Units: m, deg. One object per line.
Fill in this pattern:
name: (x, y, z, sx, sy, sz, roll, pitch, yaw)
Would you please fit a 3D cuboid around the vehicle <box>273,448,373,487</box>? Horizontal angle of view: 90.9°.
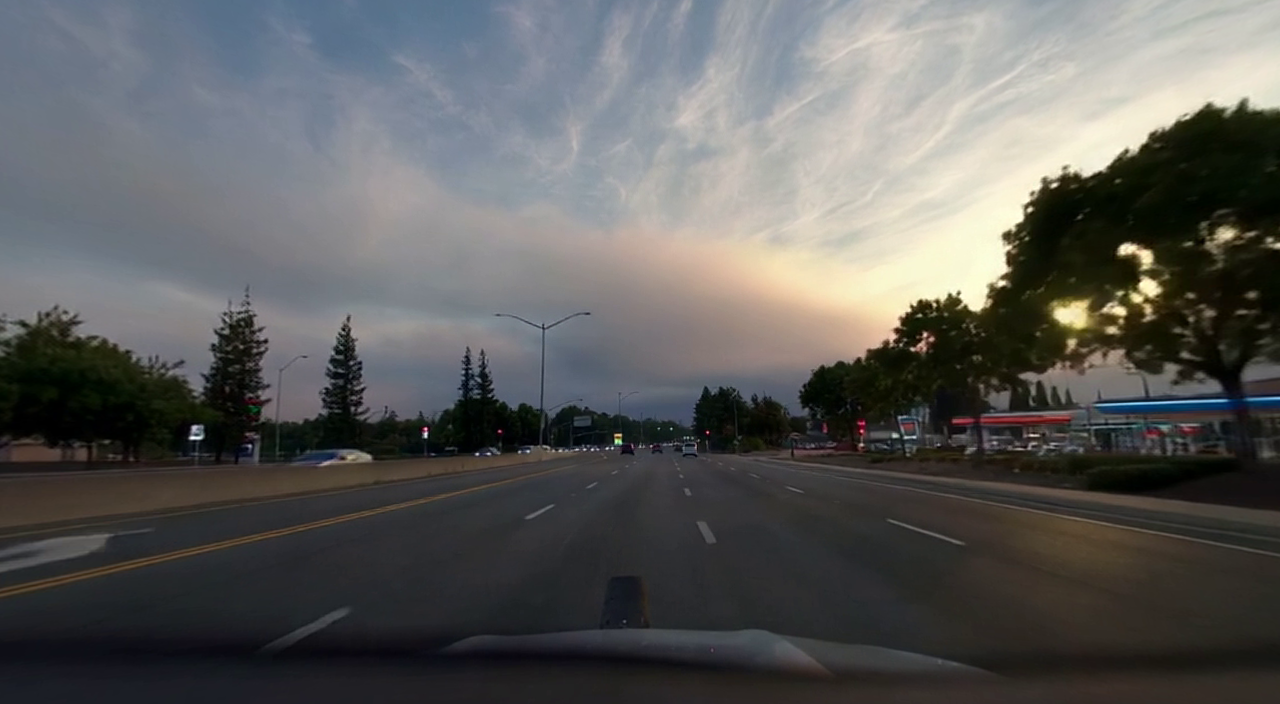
vehicle: (-13.770, 4.994, 27.696, 1.927, 1.526, 4.245, -1, -8, 5)
